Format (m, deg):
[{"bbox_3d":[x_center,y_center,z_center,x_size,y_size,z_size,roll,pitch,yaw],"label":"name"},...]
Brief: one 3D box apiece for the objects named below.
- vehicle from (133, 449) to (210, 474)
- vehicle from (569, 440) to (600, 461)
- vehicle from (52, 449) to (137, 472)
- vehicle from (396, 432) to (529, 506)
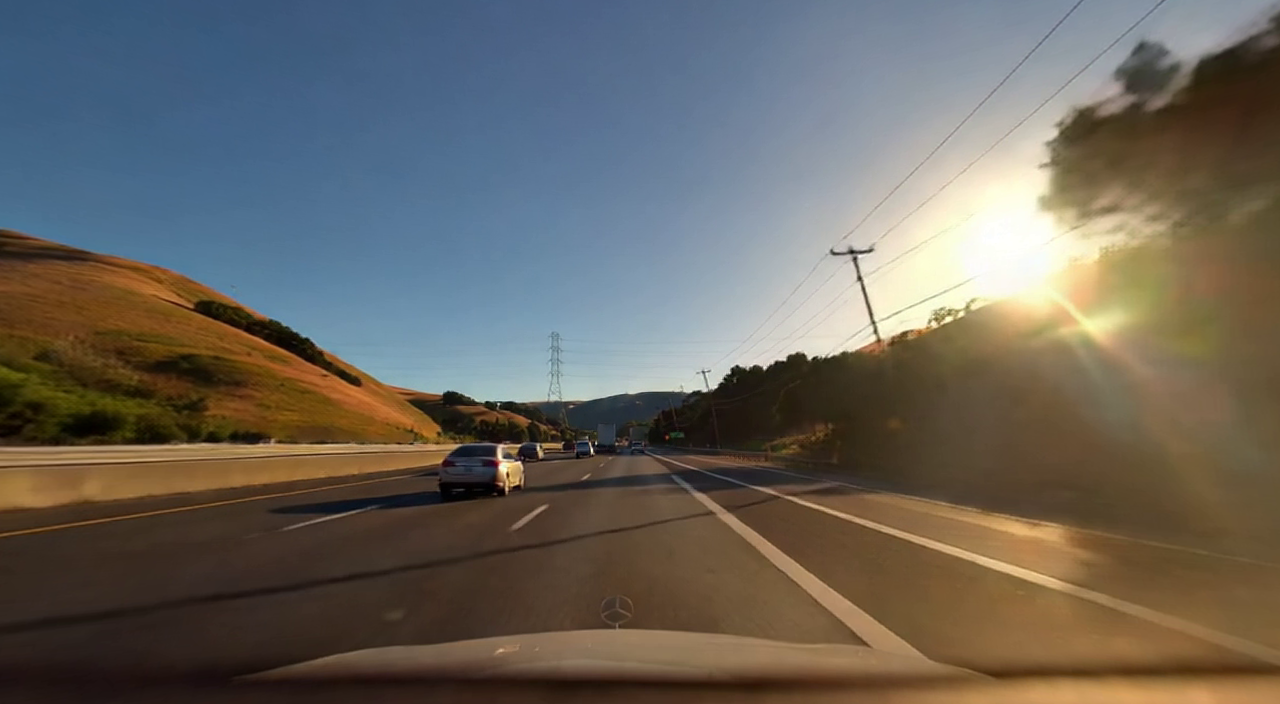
[{"bbox_3d":[-29.974,7.005,40.565,1.916,1.471,3.905,0,-9,1],"label":"vehicle"},{"bbox_3d":[-4.164,7.500,48.044,2.038,1.533,4.103,0,-9,-1],"label":"vehicle"},{"bbox_3d":[-38.739,7.689,44.998,1.931,1.538,4.631,0,-9,-1],"label":"vehicle"},{"bbox_3d":[-4.128,2.797,15.545,1.963,1.533,4.477,0,-9,0],"label":"vehicle"}]
